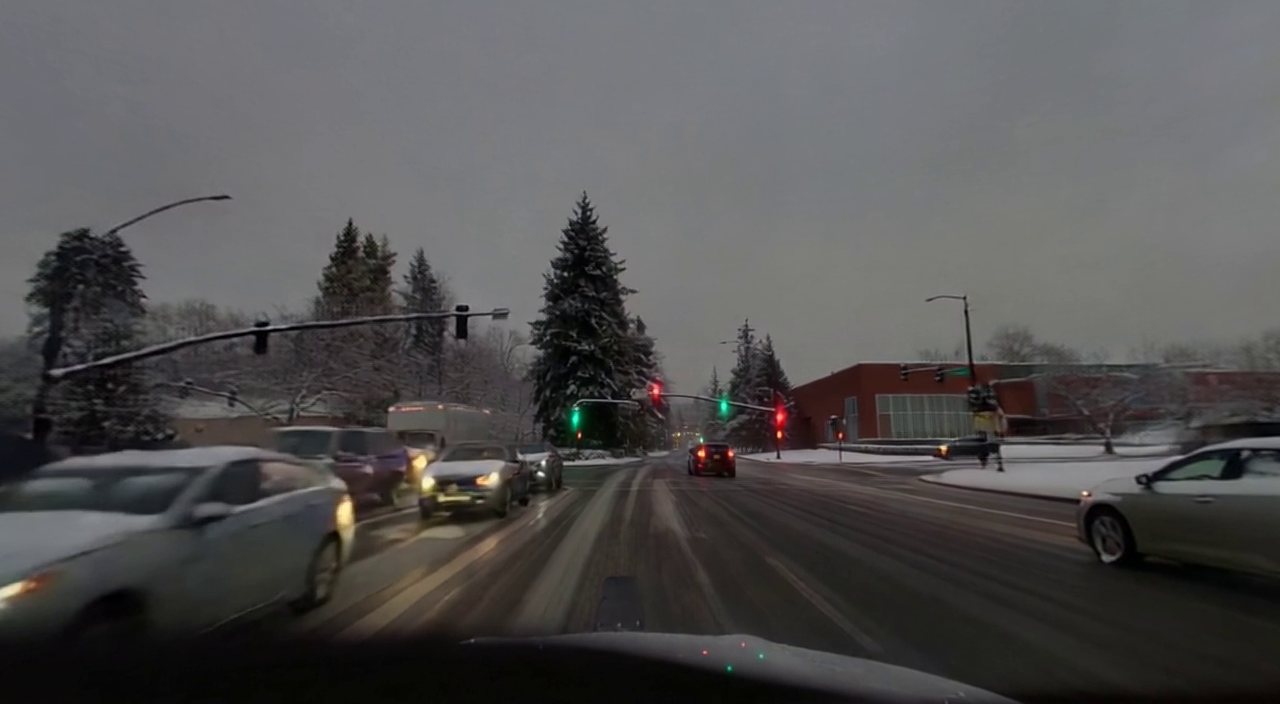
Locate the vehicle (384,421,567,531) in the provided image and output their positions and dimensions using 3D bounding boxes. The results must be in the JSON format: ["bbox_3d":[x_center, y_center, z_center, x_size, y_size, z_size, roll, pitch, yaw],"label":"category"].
[{"bbox_3d":[-3.024,2.473,13.377,2.313,1.752,6.152,0,-9,-1],"label":"vehicle"}]

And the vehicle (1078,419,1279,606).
[{"bbox_3d":[6.568,1.434,5.770,2.000,1.618,4.238,0,-9,-1],"label":"vehicle"}]

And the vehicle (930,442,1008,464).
[{"bbox_3d":[23.246,7.153,44.705,4.411,1.464,1.938,0,-9,-2],"label":"vehicle"}]

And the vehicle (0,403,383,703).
[{"bbox_3d":[-3.513,1.167,3.858,1.923,1.494,4.672,0,-9,0],"label":"vehicle"}]

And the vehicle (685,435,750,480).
[{"bbox_3d":[3.263,4.593,27.676,2.095,1.759,4.862,0,-9,-2],"label":"vehicle"}]
